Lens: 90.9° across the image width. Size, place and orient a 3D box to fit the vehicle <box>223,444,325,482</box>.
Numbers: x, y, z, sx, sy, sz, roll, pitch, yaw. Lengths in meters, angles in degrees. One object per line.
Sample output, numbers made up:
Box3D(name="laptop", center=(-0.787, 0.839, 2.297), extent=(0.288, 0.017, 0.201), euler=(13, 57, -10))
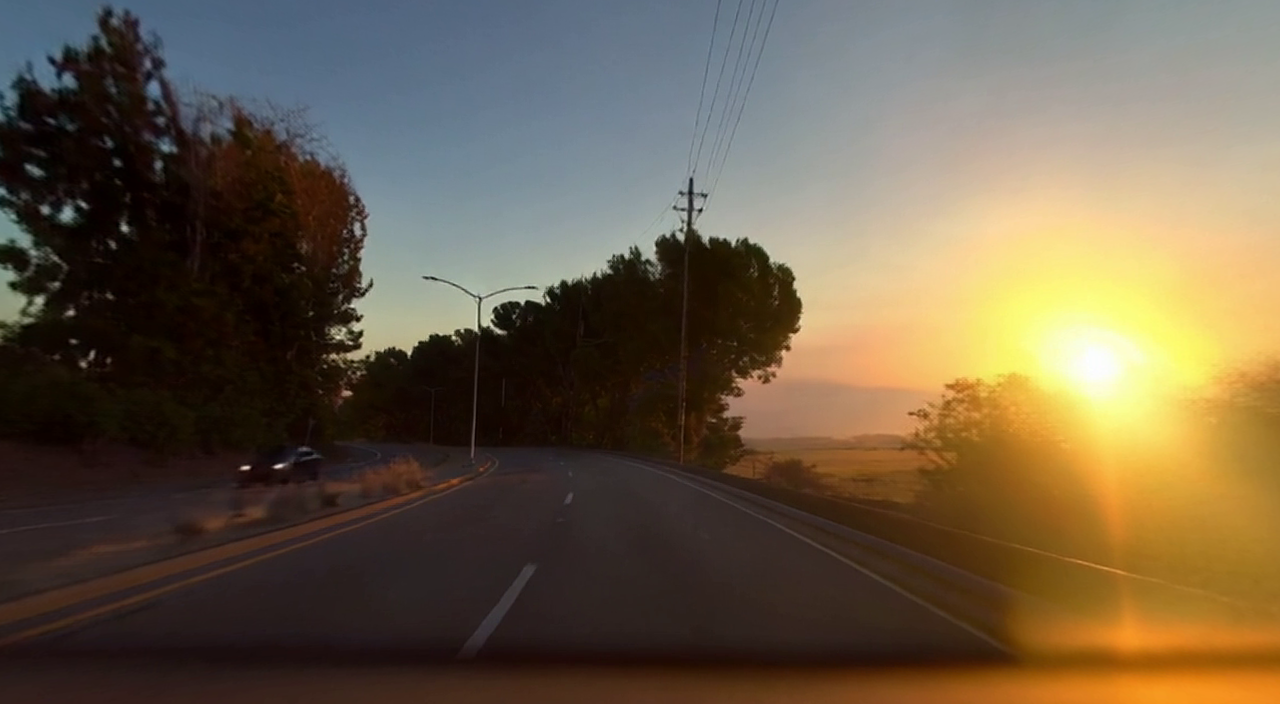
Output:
Box3D(name="vehicle", center=(-15.295, 4.621, 26.684), extent=(1.998, 1.430, 4.755), euler=(1, -9, -8))
